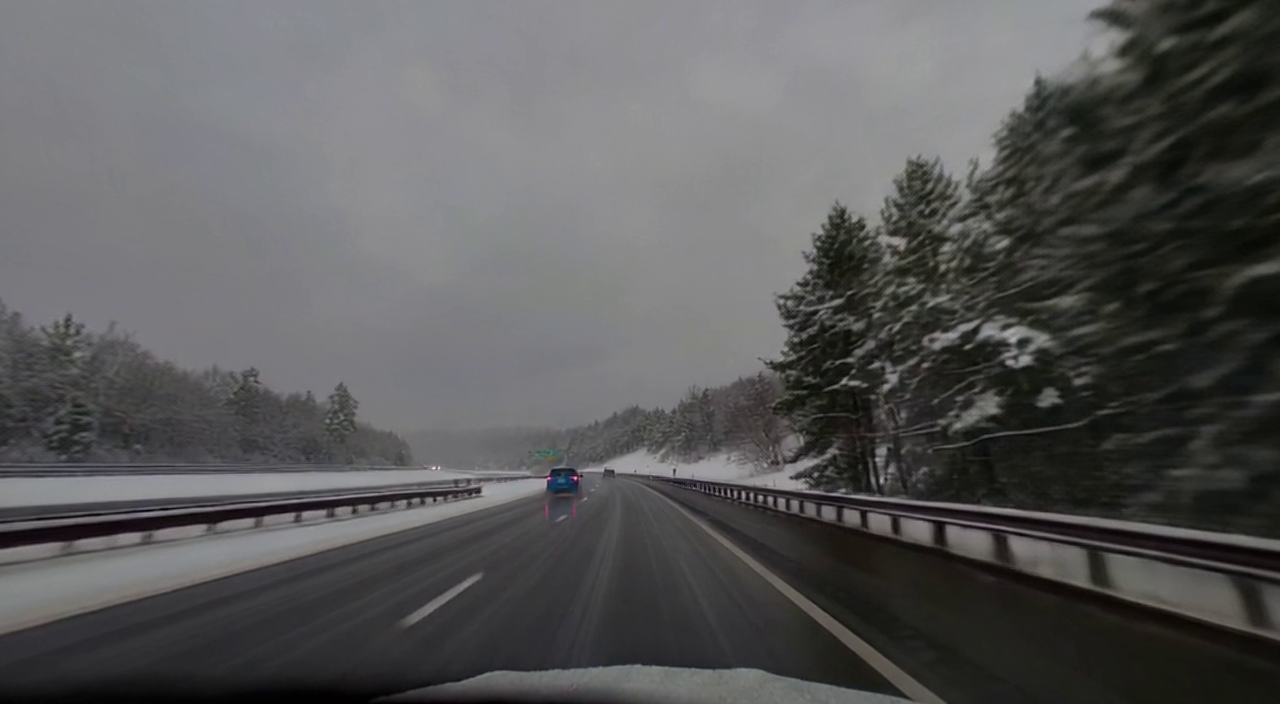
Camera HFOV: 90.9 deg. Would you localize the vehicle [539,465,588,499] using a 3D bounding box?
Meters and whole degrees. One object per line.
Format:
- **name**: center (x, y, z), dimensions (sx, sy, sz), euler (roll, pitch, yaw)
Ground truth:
- **vehicle**: center (-3.773, 6.539, 31.833), dimensions (1.967, 1.556, 4.364), euler (1, -11, -1)
